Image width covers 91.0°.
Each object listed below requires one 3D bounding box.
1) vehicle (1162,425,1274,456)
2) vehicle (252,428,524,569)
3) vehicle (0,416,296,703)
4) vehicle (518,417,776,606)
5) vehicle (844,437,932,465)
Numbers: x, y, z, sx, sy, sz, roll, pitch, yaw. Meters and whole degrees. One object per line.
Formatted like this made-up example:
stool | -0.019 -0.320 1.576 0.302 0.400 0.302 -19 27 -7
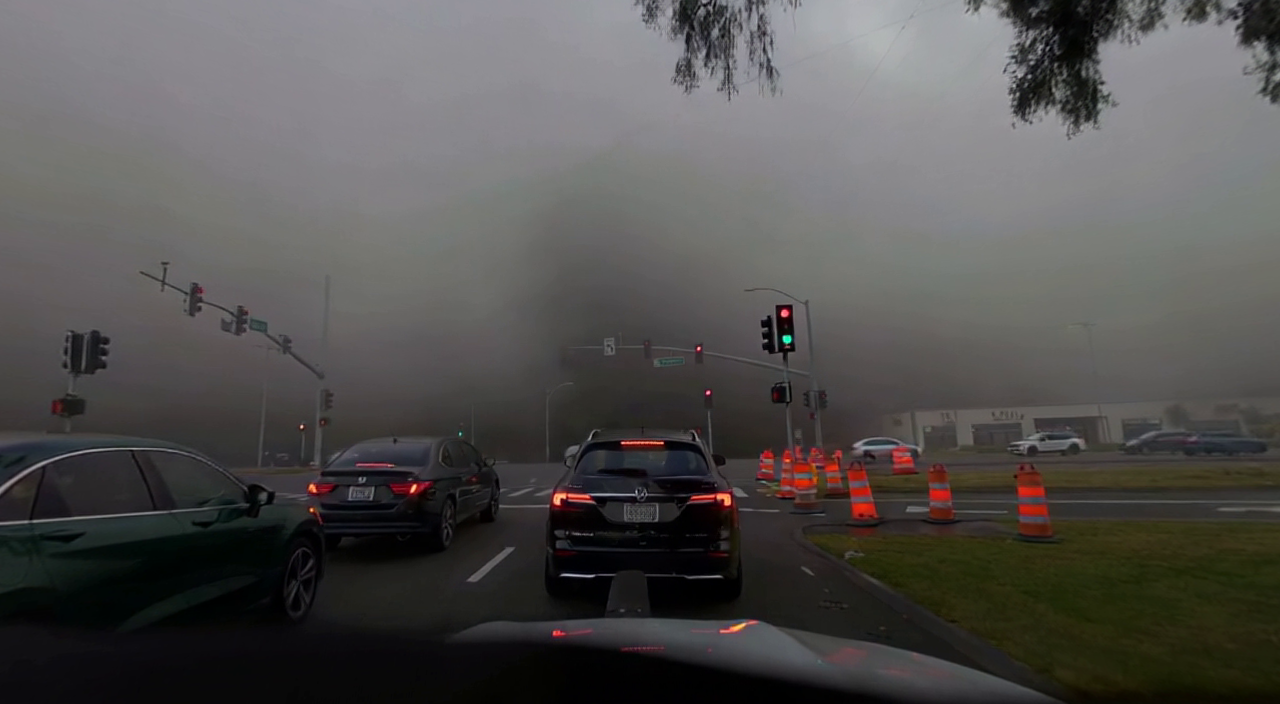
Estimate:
vehicle | 37.408 5.762 40.857 5.082 1.907 2.115 0 -9 1
vehicle | -3.277 1.996 9.452 1.989 1.541 4.626 0 -9 2
vehicle | -3.587 0.947 2.152 2.064 1.497 4.722 0 -9 1
vehicle | 0.102 1.623 7.213 2.167 1.560 3.676 0 -9 1
vehicle | 15.986 6.400 40.715 4.827 1.729 1.986 0 -9 1
